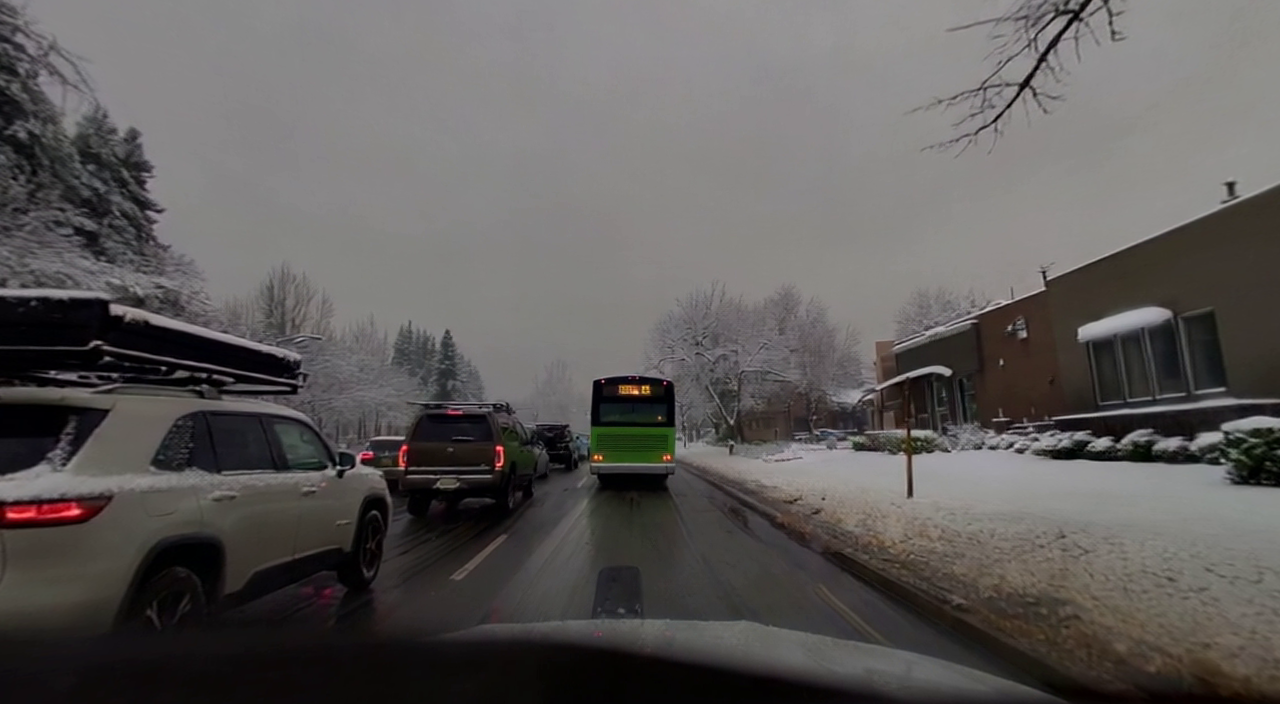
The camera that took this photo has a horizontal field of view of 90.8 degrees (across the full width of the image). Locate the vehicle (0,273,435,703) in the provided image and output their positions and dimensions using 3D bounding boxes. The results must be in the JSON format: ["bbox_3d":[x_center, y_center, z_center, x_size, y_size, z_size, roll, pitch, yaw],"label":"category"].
[{"bbox_3d":[-3.396,1.009,4.562,2.095,1.892,5.043,0,-9,0],"label":"vehicle"}]

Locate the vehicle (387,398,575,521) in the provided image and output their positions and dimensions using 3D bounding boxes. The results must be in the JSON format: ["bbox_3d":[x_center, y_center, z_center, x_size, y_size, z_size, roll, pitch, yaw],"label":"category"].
[{"bbox_3d":[-3.079,2.320,14.028,2.546,2.125,5.869,0,-9,1],"label":"vehicle"}]

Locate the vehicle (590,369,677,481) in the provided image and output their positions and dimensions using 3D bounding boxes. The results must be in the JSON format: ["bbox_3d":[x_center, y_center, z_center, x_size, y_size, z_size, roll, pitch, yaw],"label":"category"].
[{"bbox_3d":[-0.244,3.423,28.010,2.970,3.857,12.200,0,-9,0],"label":"vehicle"}]
